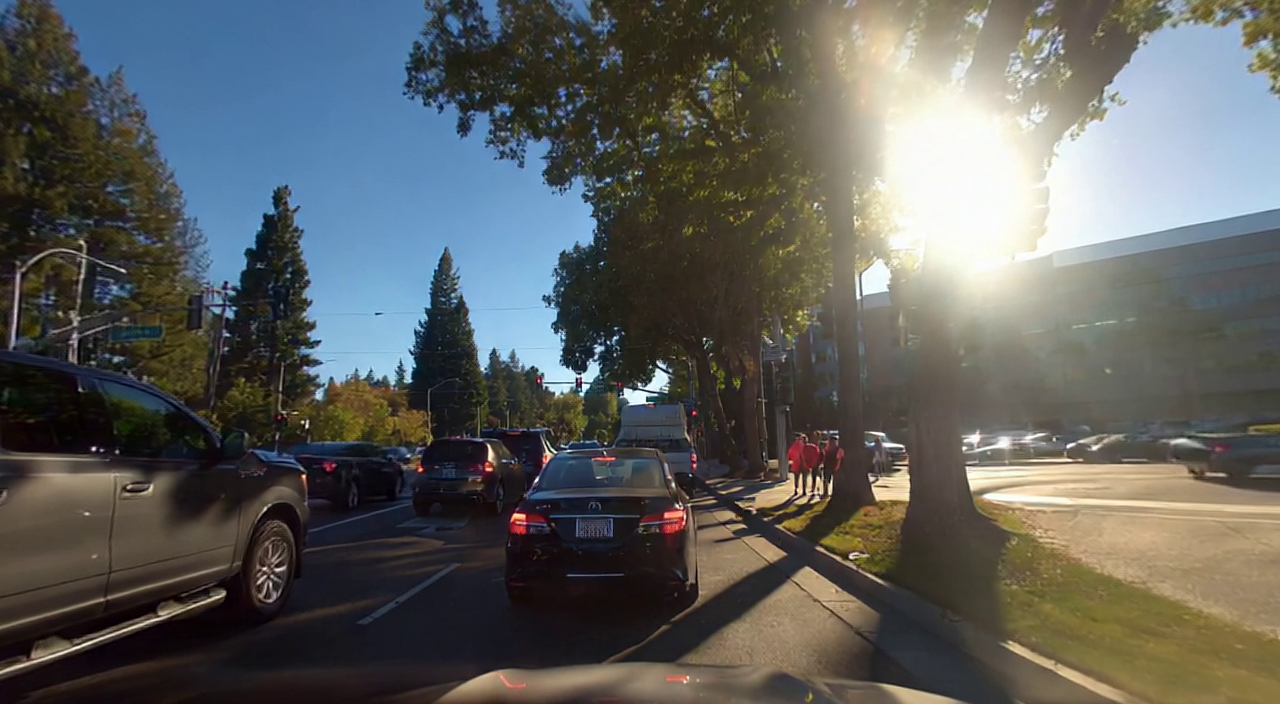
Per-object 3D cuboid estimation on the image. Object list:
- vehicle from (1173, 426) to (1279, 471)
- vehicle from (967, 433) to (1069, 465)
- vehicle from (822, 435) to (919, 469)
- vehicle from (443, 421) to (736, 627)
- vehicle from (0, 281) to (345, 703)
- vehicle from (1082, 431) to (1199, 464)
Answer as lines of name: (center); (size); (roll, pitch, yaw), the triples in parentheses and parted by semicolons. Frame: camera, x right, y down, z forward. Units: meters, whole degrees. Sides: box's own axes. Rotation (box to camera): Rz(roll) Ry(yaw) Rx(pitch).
vehicle: (24.086, 3.681, 24.146); (5.192, 1.620, 2.072); (-1, -9, 5)
vehicle: (21.946, 5.652, 36.720); (4.529, 1.786, 2.110); (0, -9, 2)
vehicle: (12.203, 5.339, 33.626); (4.394, 1.724, 1.886); (0, -9, 1)
vehicle: (-0.367, 1.599, 6.913); (2.144, 1.497, 4.446); (0, -9, 0)
vehicle: (-3.690, 0.748, 2.834); (2.202, 1.961, 4.980); (0, -9, 1)
vehicle: (29.067, 5.568, 36.733); (4.967, 1.794, 2.044); (-1, -9, 2)
